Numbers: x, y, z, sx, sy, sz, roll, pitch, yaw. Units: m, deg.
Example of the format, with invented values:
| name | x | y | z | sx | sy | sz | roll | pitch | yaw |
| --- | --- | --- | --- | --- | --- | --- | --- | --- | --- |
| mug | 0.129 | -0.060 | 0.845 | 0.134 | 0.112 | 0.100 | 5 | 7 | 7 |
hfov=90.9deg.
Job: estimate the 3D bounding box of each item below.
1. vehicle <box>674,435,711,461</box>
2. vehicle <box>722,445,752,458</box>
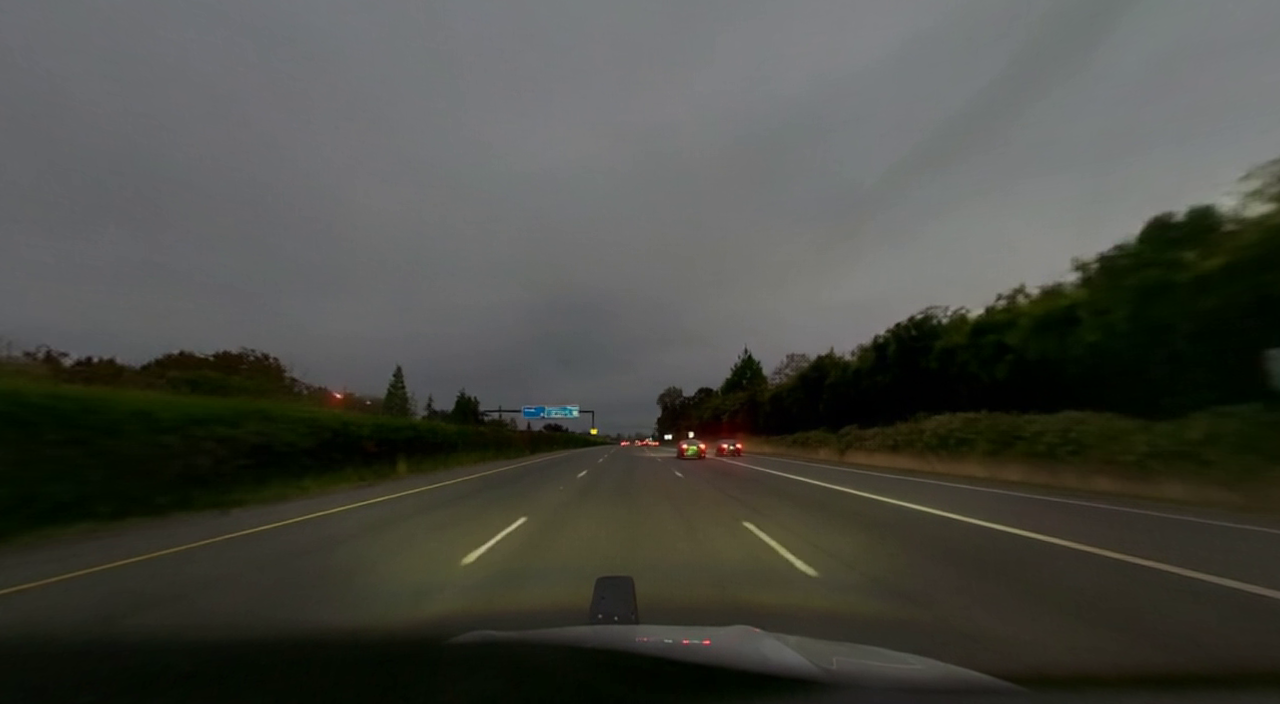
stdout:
| name | x | y | z | sx | sy | sz | roll | pitch | yaw |
| --- | --- | --- | --- | --- | --- | --- | --- | --- | --- |
| vehicle | 3.194 | 5.943 | 39.206 | 1.819 | 1.468 | 3.770 | 0 | -8 | -3 |
| vehicle | 6.836 | 7.020 | 44.546 | 1.535 | 0.862 | 2.814 | 0 | -8 | -4 |
